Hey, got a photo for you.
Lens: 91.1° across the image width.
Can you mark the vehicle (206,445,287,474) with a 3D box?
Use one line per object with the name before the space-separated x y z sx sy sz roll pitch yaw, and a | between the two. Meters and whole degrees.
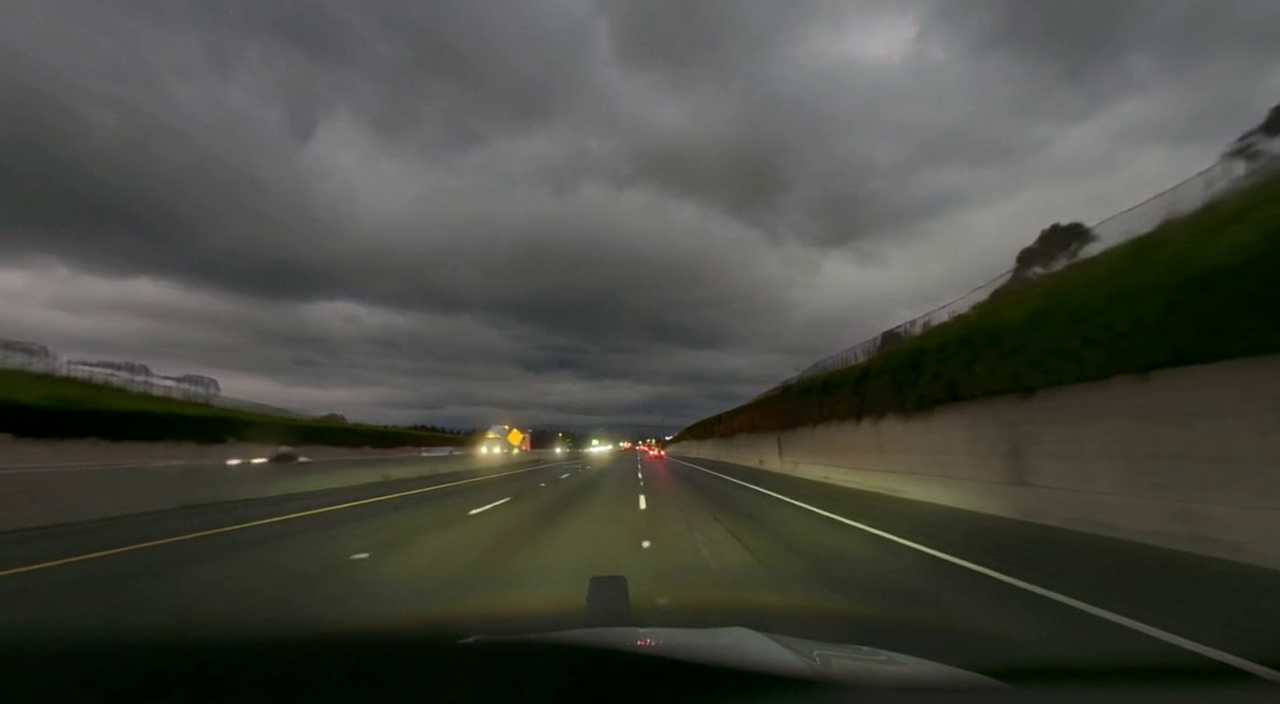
vehicle | -21.275 5.820 34.192 1.886 1.458 3.828 0 -9 0
